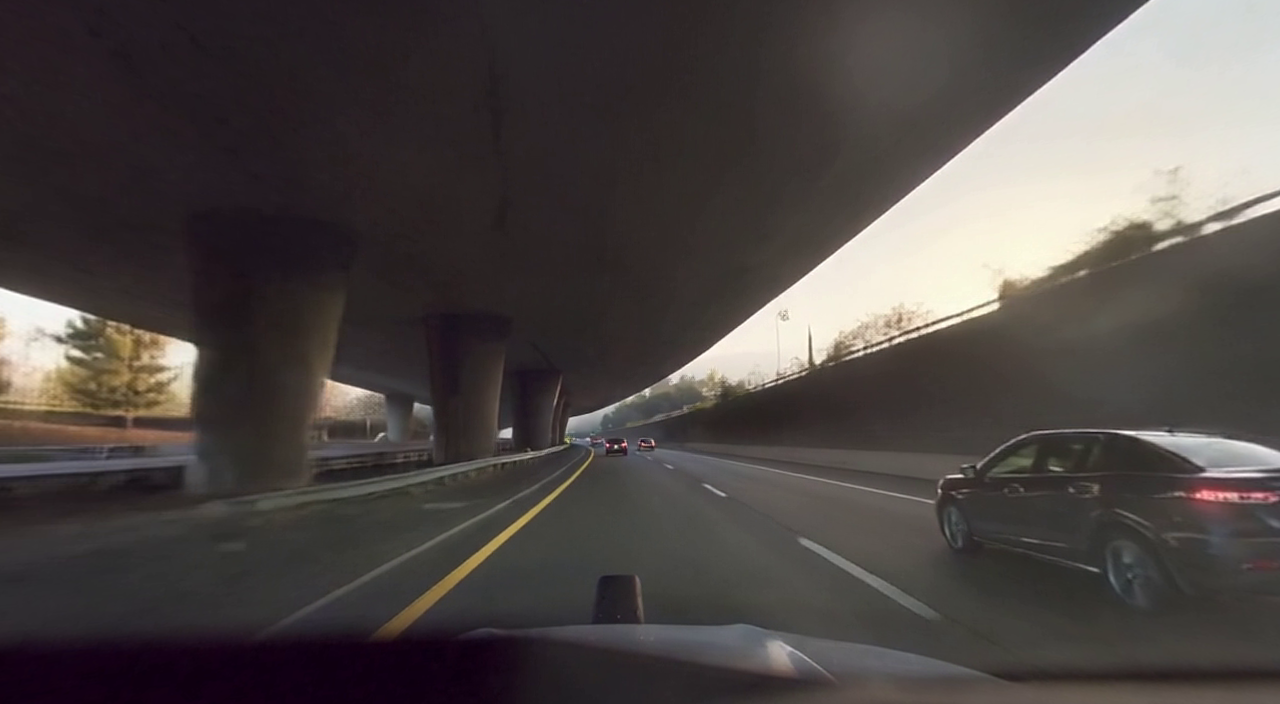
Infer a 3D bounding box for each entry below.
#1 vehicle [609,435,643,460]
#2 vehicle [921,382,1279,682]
[{"bbox_3d":[-0.921,5.947,39.343,1.998,1.512,3.735,0,-8,-3],"label":"vehicle"},{"bbox_3d":[4.091,1.166,5.098,1.852,1.513,3.652,0,-8,-1],"label":"vehicle"}]
